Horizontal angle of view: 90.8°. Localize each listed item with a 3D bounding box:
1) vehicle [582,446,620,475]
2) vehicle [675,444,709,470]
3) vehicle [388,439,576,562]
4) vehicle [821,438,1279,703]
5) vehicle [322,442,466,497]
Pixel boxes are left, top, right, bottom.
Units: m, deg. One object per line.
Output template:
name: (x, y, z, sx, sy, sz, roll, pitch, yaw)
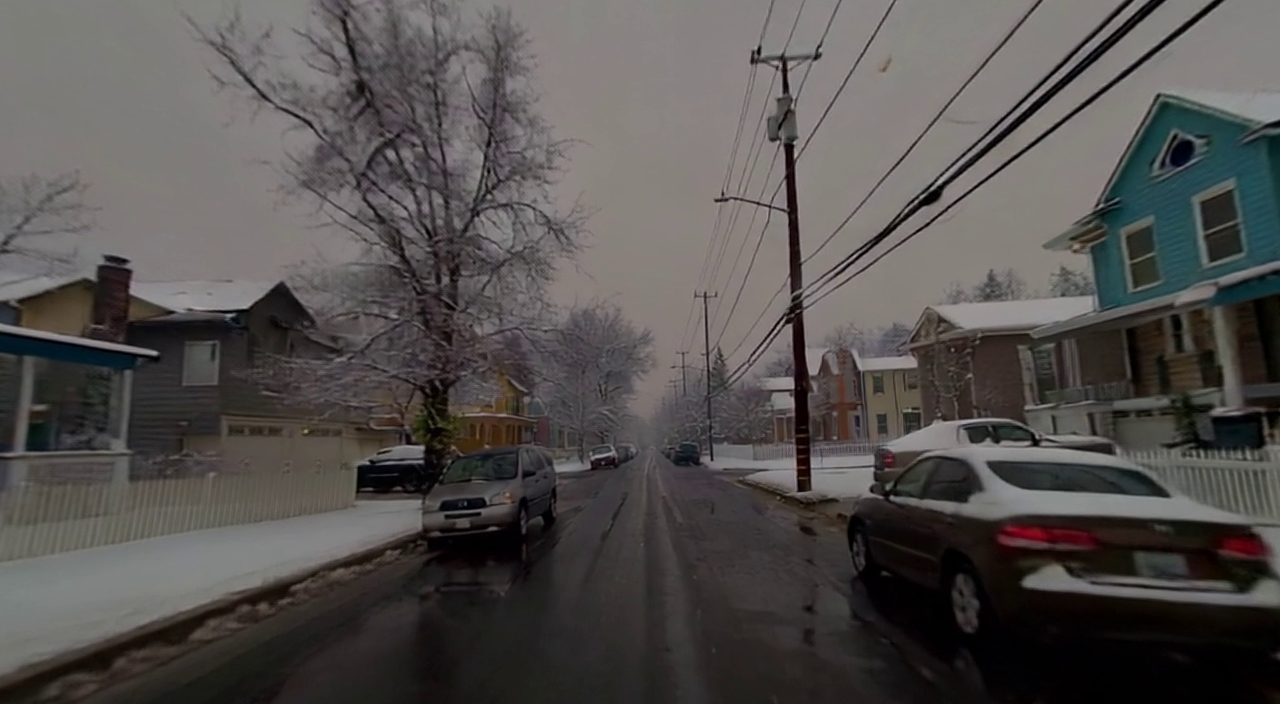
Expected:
vehicle: (-2.532, 7.180, 42.205, 2.082, 1.759, 4.541, -2, -8, 1)
vehicle: (3.978, 8.096, 49.038, 2.129, 1.873, 4.471, 0, -8, -1)
vehicle: (-2.773, 2.695, 12.399, 2.204, 1.655, 4.813, -7, -8, 1)
vehicle: (3.238, 1.586, 5.472, 2.043, 1.631, 4.613, 1, -8, 1)
vehicle: (-8.497, 4.059, 22.098, 4.088, 1.779, 2.109, 0, -8, 4)
